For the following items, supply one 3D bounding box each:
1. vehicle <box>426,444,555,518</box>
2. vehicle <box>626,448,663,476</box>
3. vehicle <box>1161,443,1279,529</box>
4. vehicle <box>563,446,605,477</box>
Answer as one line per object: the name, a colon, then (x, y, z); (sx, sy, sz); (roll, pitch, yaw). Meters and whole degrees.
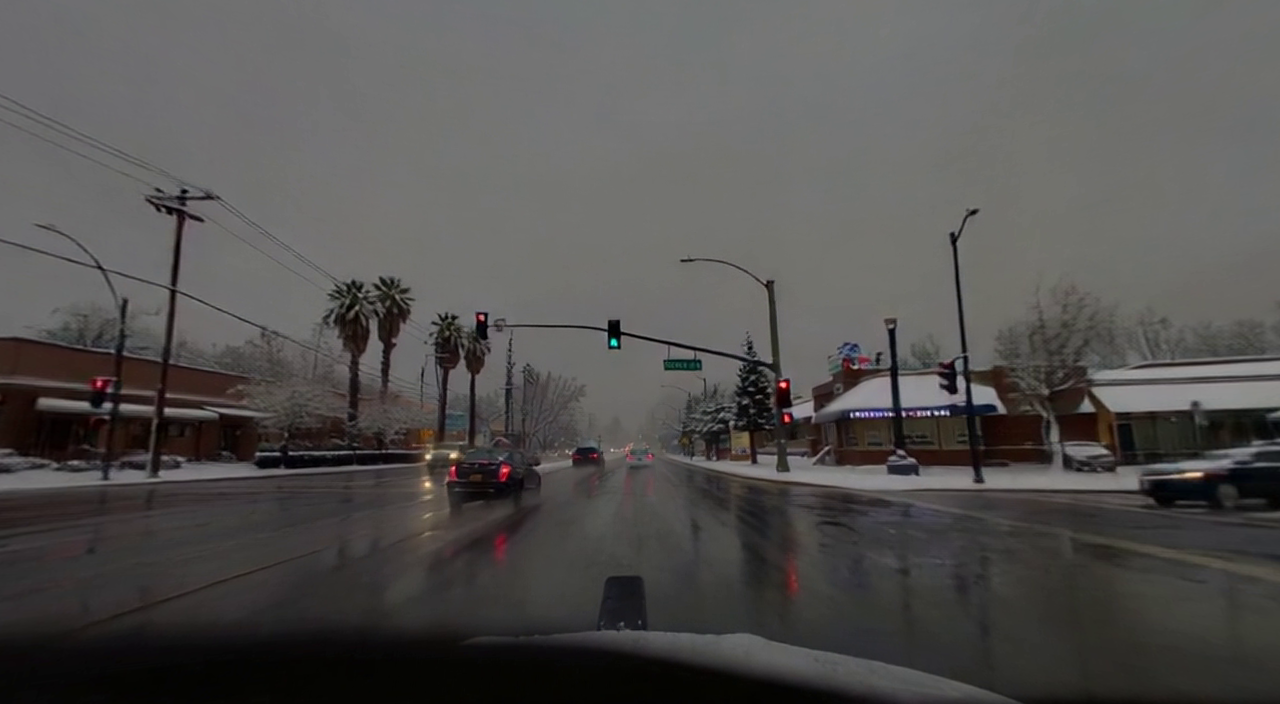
vehicle: (-3.386, 2.985, 15.157); (1.904, 1.513, 4.410); (0, -8, 2)
vehicle: (0.241, 6.521, 37.398); (2.094, 1.496, 4.070); (0, -8, 0)
vehicle: (12.648, 2.382, 11.527); (4.361, 1.428, 1.944); (0, -8, 0)
vehicle: (-3.140, 6.174, 35.807); (1.979, 1.634, 3.957); (0, -8, 1)
